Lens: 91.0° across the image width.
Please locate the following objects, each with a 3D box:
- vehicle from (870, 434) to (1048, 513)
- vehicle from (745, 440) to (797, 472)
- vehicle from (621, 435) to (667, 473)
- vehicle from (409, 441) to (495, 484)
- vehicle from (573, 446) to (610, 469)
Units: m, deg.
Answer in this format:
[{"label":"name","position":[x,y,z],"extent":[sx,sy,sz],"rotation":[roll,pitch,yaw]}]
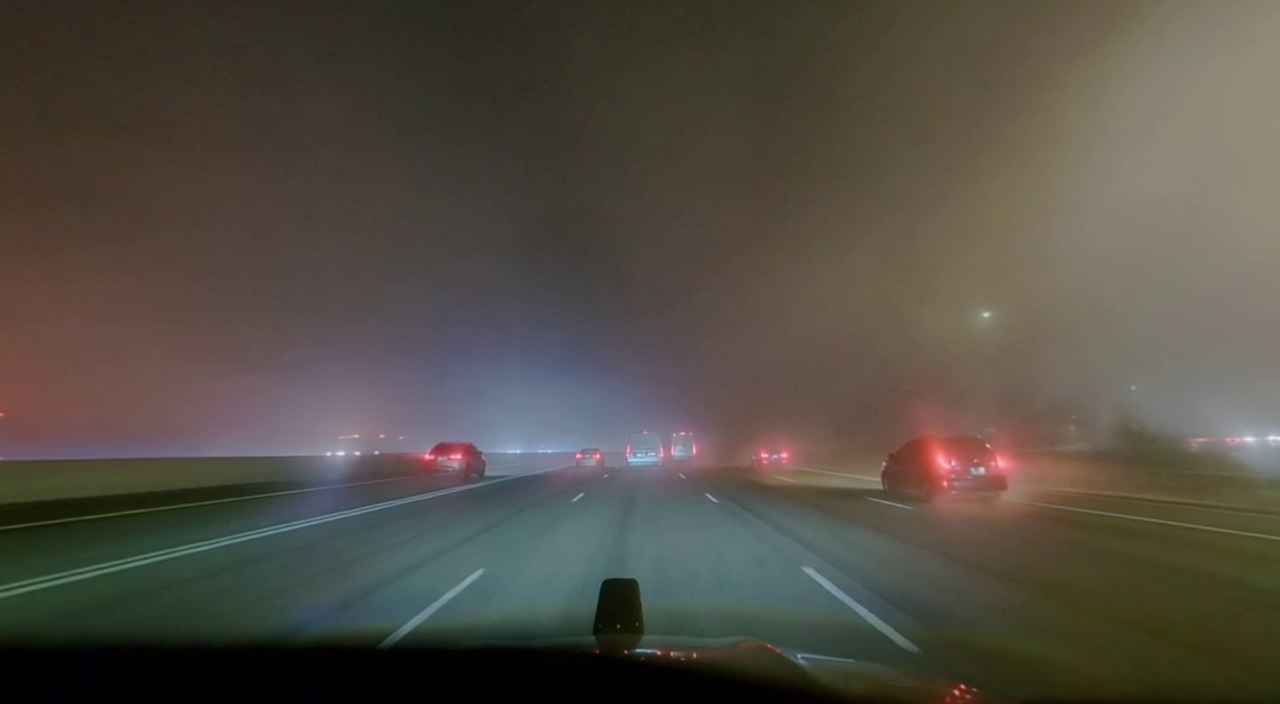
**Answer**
[{"label":"vehicle","position":[7.658,2.939,15.768],"extent":[2.146,1.678,4.489],"rotation":[0,-9,1]},{"label":"vehicle","position":[7.968,6.389,38.798],"extent":[2.147,1.808,5.243],"rotation":[0,-9,0]},{"label":"vehicle","position":[0.210,5.937,36.898],"extent":[2.509,2.062,4.639],"rotation":[0,-9,0]},{"label":"vehicle","position":[-7.632,4.512,26.072],"extent":[2.108,1.619,4.548],"rotation":[0,-9,1]},{"label":"vehicle","position":[-3.466,7.614,45.775],"extent":[2.173,1.542,4.781],"rotation":[0,-9,1]}]
